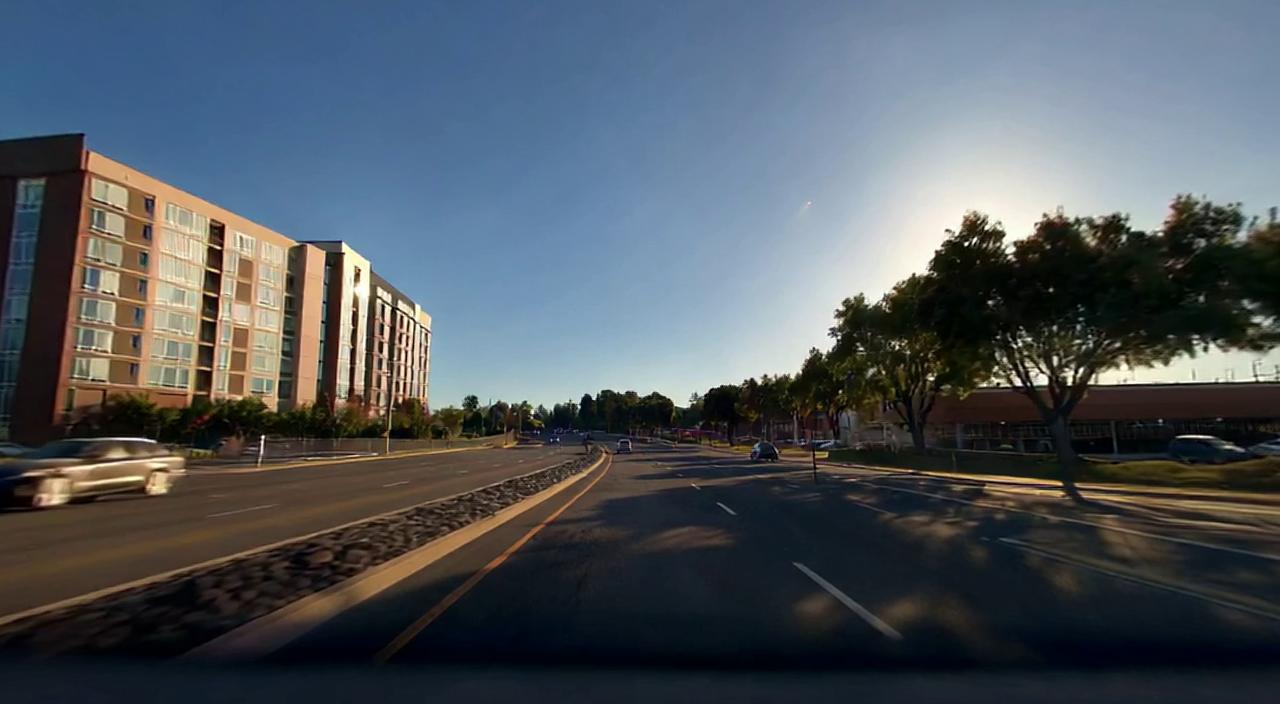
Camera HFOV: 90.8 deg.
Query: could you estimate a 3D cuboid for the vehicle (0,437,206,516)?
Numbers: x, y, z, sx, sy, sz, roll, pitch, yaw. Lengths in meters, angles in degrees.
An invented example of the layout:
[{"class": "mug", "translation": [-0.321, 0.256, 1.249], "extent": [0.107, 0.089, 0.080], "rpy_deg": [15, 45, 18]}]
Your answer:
[{"class": "vehicle", "translation": [-13.524, 2.977, 15.644], "extent": [2.279, 1.650, 4.524], "rpy_deg": [0, -8, 0]}]
